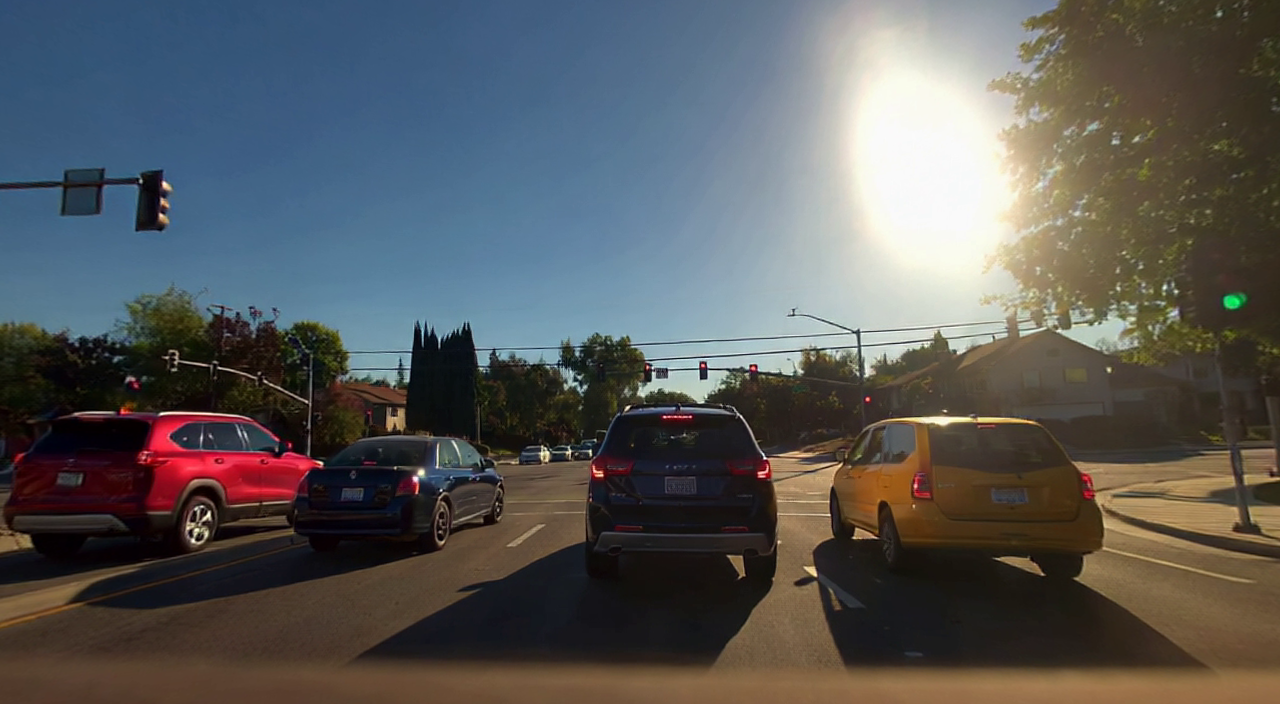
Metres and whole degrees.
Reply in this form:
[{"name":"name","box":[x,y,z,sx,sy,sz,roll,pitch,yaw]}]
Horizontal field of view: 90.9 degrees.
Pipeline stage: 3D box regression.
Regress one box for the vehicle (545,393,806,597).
[{"name":"vehicle","box":[0.378,1.518,7.495,2.198,1.708,4.170,0,-8,2]}]

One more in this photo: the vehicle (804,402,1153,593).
[{"name":"vehicle","box":[3.510,1.586,7.751,2.047,1.638,4.395,-1,-8,4]}]

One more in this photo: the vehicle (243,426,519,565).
[{"name":"vehicle","box":[-3.255,1.882,9.092,1.885,1.475,4.359,-1,-8,4]}]

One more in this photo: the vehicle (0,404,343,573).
[{"name":"vehicle","box":[-6.643,1.820,9.243,2.075,1.796,4.785,0,-8,2]}]
